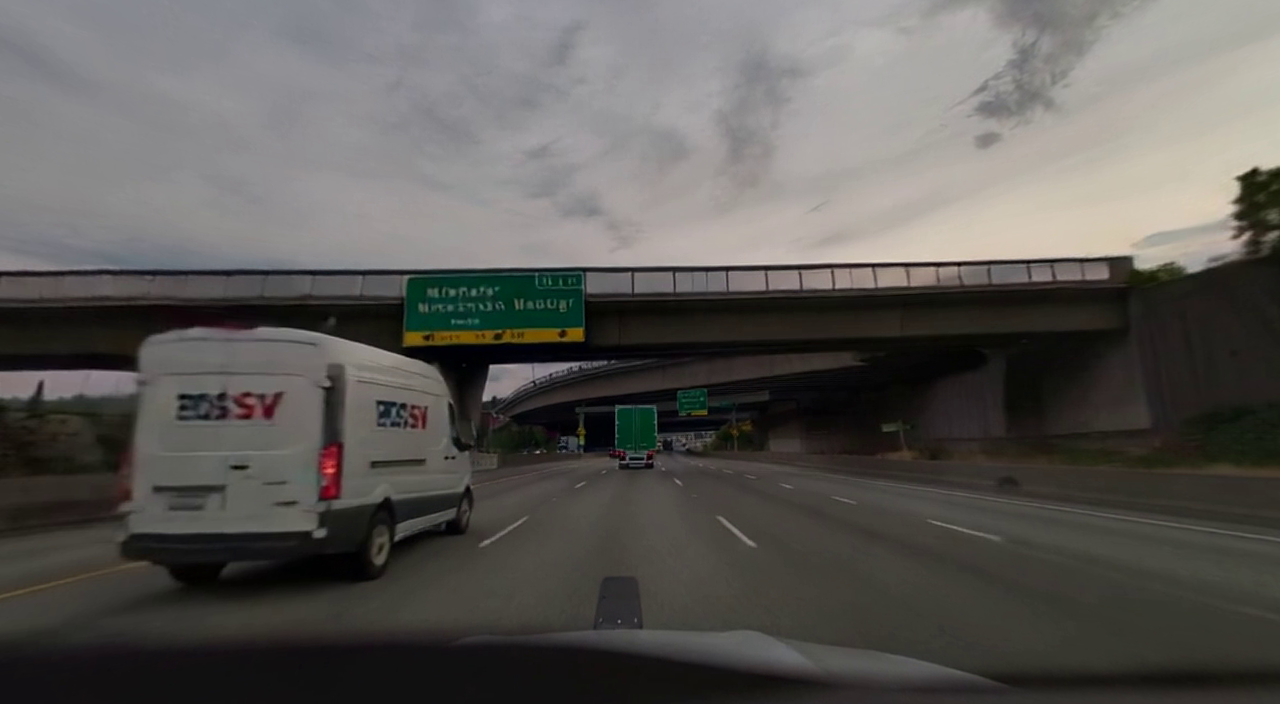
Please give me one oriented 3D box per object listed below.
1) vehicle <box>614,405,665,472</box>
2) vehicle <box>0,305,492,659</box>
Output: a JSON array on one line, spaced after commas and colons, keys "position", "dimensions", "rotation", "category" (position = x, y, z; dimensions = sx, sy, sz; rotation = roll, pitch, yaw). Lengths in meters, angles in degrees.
[{"position": [-0.127, 6.138, 43.897], "dimensions": [3.025, 4.002, 12.709], "rotation": [0, -9, -1], "category": "vehicle"}, {"position": [-3.483, 1.251, 6.930], "dimensions": [2.404, 2.371, 5.310], "rotation": [0, -9, 0], "category": "vehicle"}]
